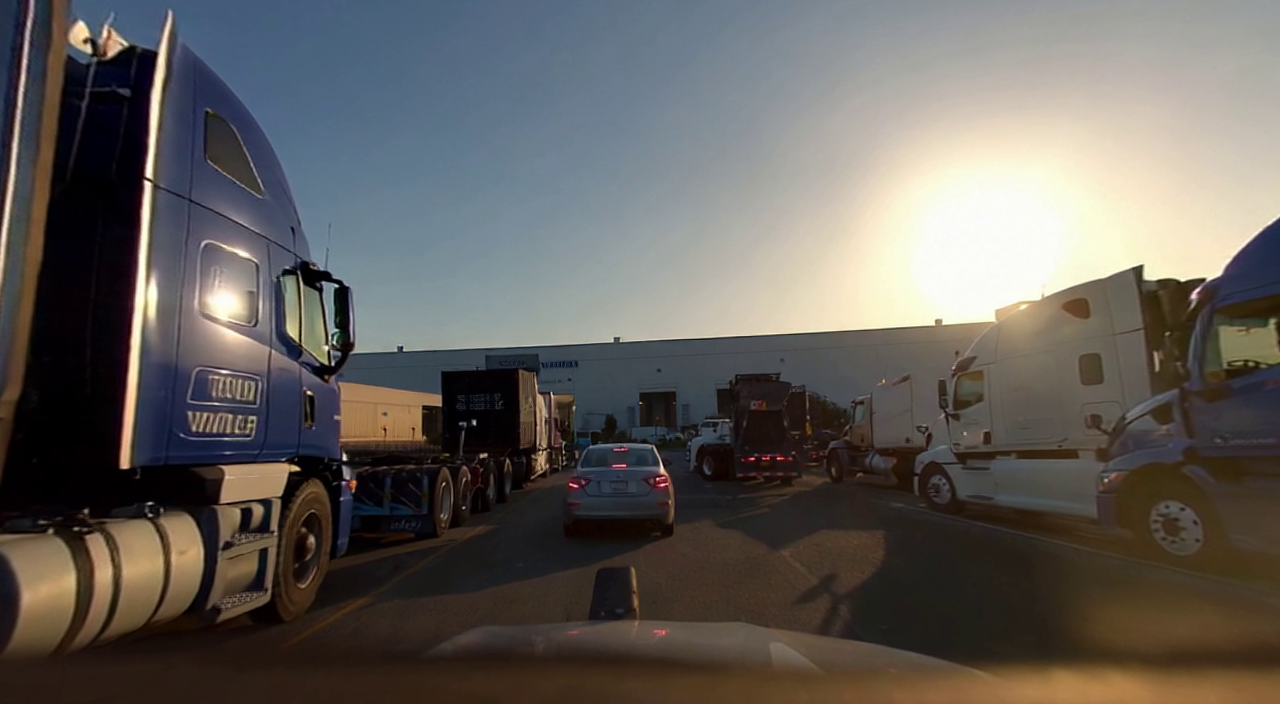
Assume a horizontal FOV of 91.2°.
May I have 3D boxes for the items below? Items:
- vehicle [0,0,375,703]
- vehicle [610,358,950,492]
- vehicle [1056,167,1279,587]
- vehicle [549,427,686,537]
[{"bbox_3d":[-3.951,-0.092,1.318,2.986,3.391,9.523,0,-9,-3],"label":"vehicle"},{"bbox_3d":[4.478,3.168,25.727,2.877,4.124,14.516,4,-9,-41],"label":"vehicle"},{"bbox_3d":[11.170,-0.219,3.957,13.564,4.152,3.110,-9,-12,42],"label":"vehicle"},{"bbox_3d":[-0.388,2.346,11.842,2.140,1.682,3.971,0,-9,-1],"label":"vehicle"}]
